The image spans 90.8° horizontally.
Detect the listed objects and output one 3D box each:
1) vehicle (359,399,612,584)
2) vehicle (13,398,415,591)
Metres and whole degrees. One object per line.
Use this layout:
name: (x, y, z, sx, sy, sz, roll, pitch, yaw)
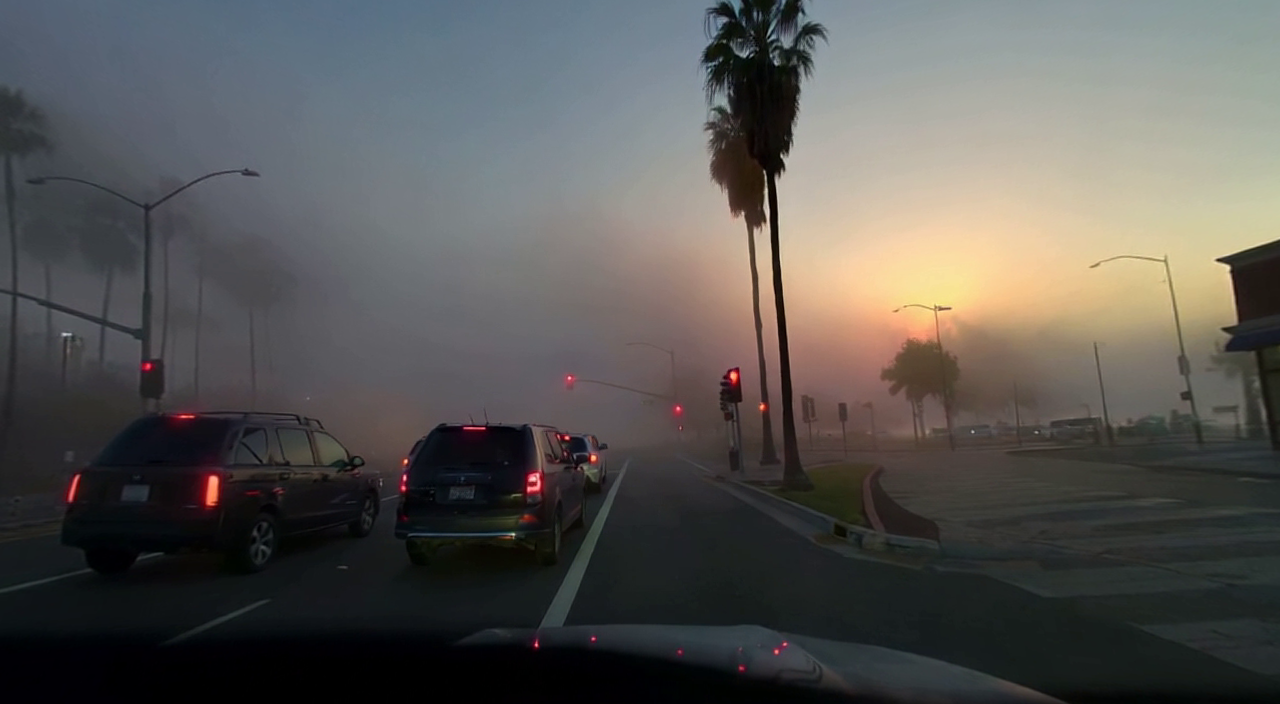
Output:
vehicle: (-1.579, 1.665, 8.280, 2.153, 1.759, 4.320, 0, -9, 1)
vehicle: (-5.023, 1.756, 8.625, 2.025, 1.862, 4.804, 0, -9, 1)
